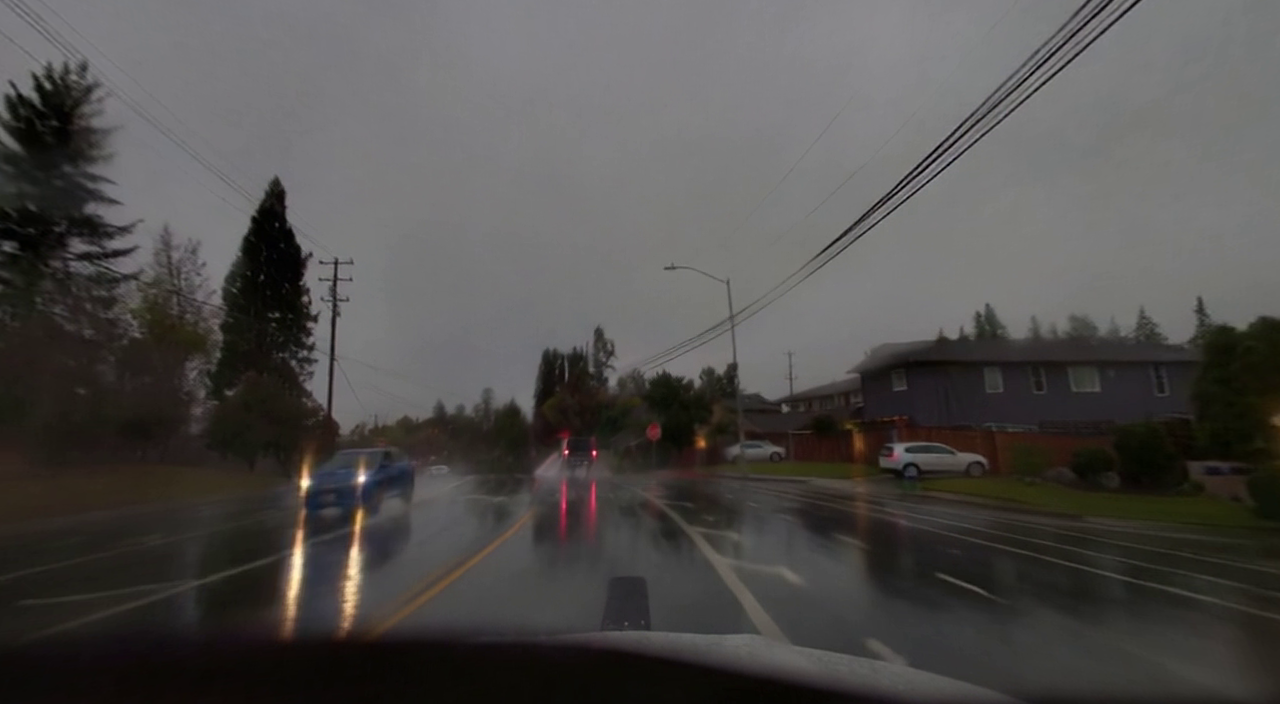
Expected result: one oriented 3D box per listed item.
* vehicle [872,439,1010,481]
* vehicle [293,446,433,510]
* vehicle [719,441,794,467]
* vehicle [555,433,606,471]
[{"bbox_3d":[11.481,4.129,24.215,4.383,1.508,1.884,1,-8,-6],"label":"vehicle"},{"bbox_3d":[-7.277,3.308,17.151,2.003,1.483,4.545,0,-8,-4],"label":"vehicle"},{"bbox_3d":[7.893,6.924,42.858,4.582,1.707,1.934,2,-9,-13],"label":"vehicle"},{"bbox_3d":[-3.380,5.478,34.940,2.284,1.741,4.702,4,-7,-11],"label":"vehicle"}]
